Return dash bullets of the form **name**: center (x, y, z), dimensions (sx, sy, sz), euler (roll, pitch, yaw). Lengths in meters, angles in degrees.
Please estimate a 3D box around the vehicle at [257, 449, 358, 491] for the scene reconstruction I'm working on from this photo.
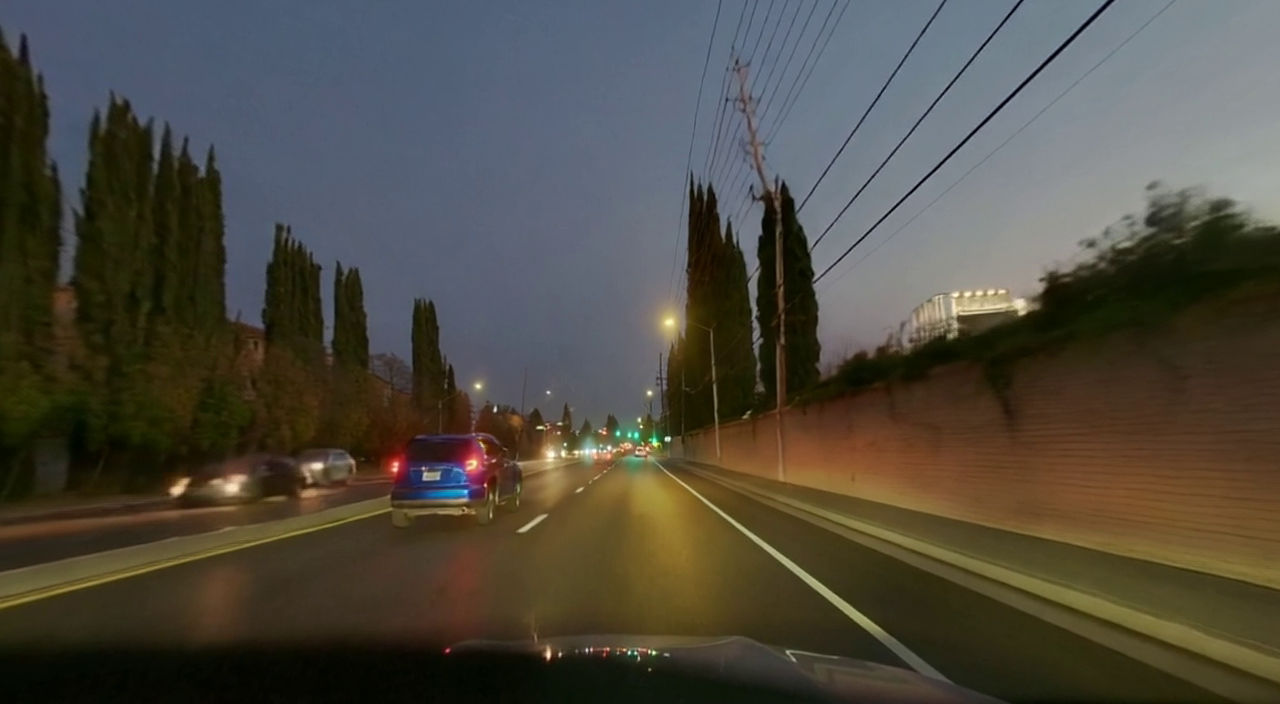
- **vehicle**: center (-15.725, 5.560, 30.144), dimensions (2.096, 1.799, 4.990), euler (-1, -8, 0)

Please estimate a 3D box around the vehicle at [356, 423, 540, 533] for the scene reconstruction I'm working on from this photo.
- **vehicle**: center (-3.432, 2.355, 12.388), dimensions (2.147, 1.730, 4.555), euler (0, -8, 1)

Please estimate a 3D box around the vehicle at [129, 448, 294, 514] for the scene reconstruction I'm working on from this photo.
- **vehicle**: center (-11.955, 3.585, 17.967), dimensions (1.855, 1.619, 4.040), euler (0, -9, 0)
